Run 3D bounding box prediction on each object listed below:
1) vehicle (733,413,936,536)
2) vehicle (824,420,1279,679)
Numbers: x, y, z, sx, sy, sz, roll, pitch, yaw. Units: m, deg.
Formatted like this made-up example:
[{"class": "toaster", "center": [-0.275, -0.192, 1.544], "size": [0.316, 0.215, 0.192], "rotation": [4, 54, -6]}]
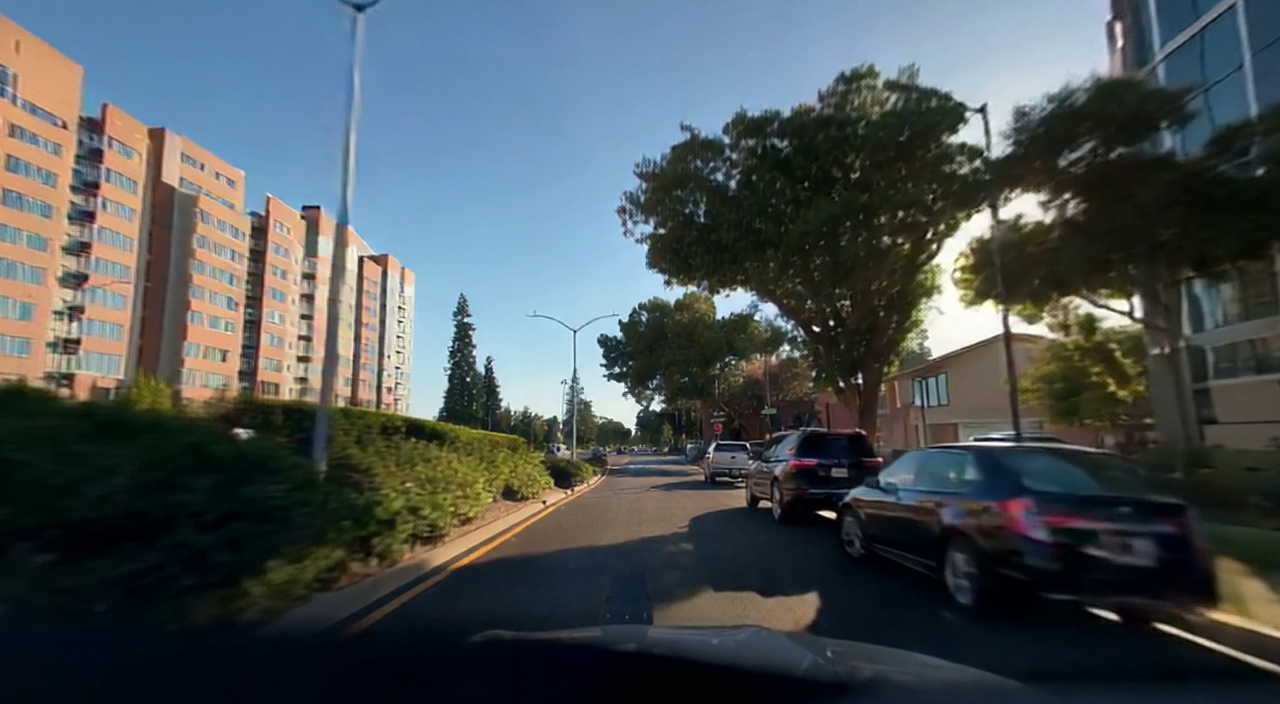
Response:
[{"class": "vehicle", "center": [3.200, 2.160, 11.660], "size": [2.150, 1.770, 4.801], "rotation": [0, -9, -1]}, {"class": "vehicle", "center": [3.246, 1.453, 5.832], "size": [1.848, 1.442, 4.425], "rotation": [0, -9, 2]}]
